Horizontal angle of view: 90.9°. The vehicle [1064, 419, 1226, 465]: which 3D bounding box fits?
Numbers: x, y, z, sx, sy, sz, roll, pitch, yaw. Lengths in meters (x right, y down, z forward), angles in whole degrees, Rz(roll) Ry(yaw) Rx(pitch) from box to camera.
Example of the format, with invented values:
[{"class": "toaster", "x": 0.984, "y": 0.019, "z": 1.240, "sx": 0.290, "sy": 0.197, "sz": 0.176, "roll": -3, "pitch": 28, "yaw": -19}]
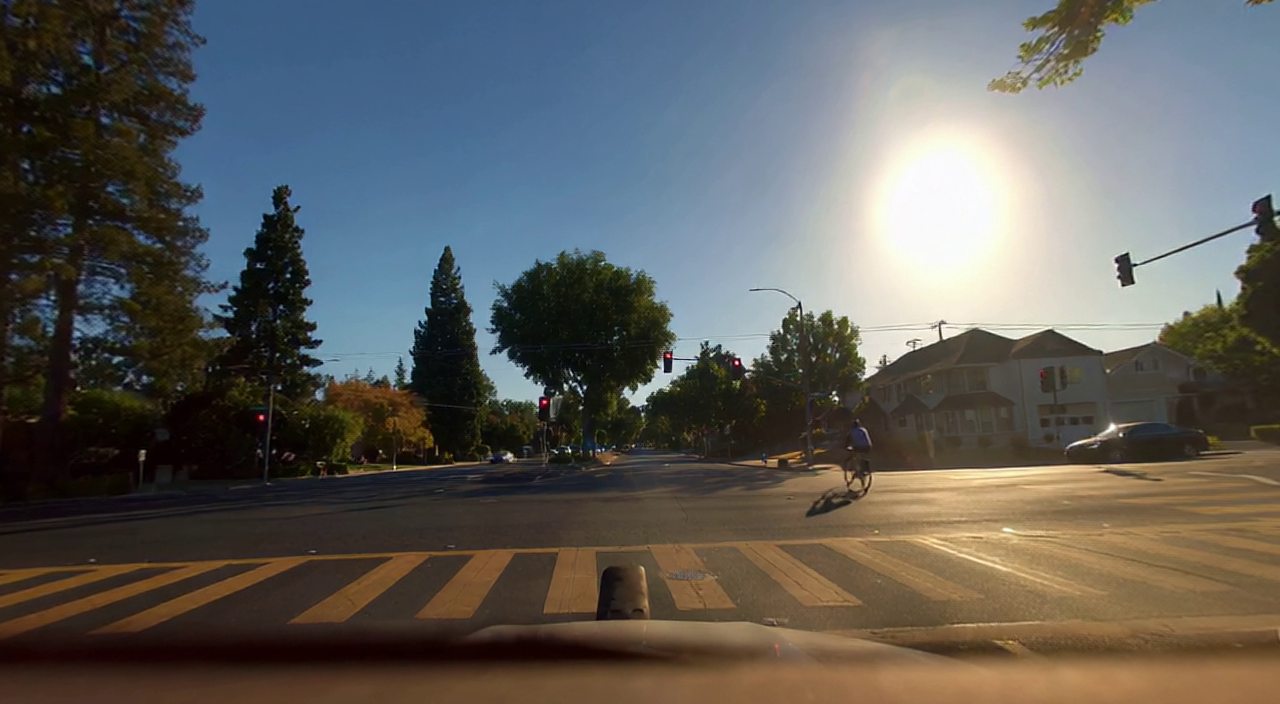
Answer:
[{"class": "vehicle", "x": 17.310, "y": 3.107, "z": 21.762, "sx": 3.969, "sy": 1.493, "sz": 1.823, "roll": 0, "pitch": -9, "yaw": 1}]
